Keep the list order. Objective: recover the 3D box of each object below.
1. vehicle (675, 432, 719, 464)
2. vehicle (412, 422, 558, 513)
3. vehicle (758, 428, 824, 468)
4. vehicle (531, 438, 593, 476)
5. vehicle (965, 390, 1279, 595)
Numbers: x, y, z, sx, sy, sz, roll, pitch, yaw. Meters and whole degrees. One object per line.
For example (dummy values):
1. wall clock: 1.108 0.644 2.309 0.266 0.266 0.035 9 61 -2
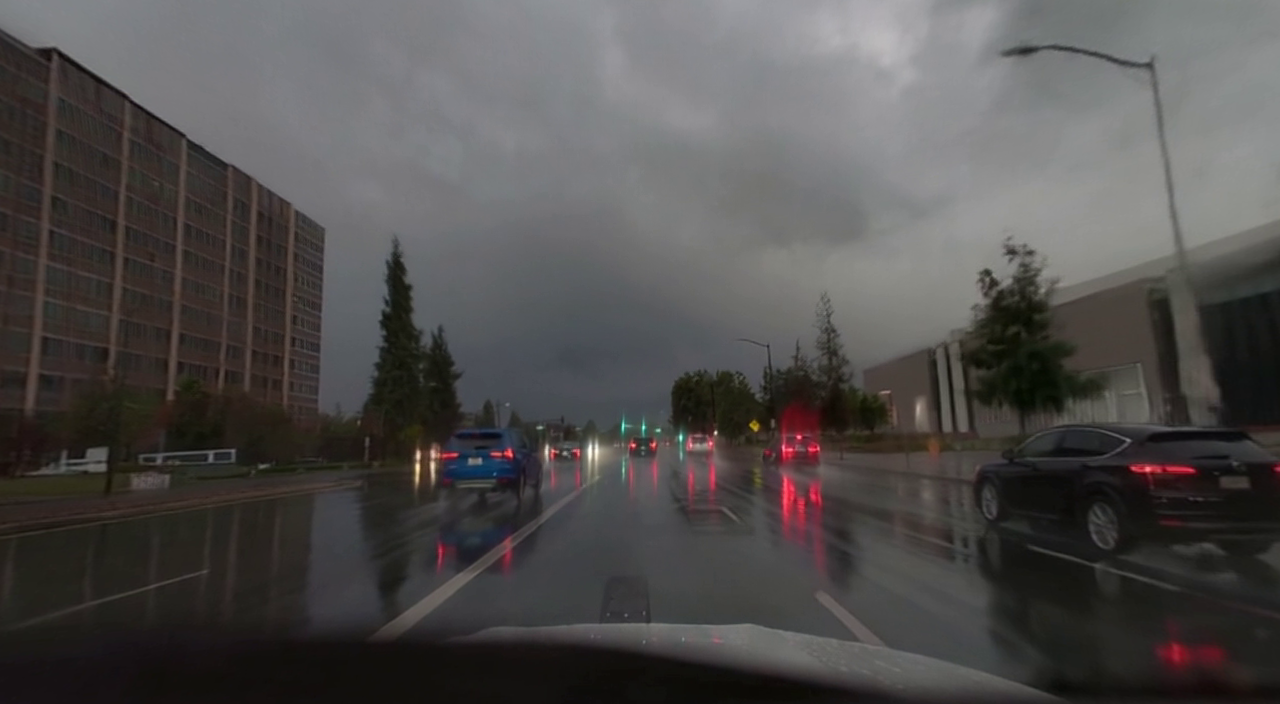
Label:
1. vehicle: 3.414 5.918 38.840 2.178 1.804 4.766 0 -8 -1
2. vehicle: -3.238 2.523 14.247 2.141 1.719 4.379 0 -8 1
3. vehicle: 7.291 4.705 30.868 2.076 1.793 4.464 0 -8 0
4. vehicle: -3.300 4.542 27.499 2.036 1.465 4.301 -1 -8 1
5. vehicle: 6.010 1.472 7.455 2.088 1.666 4.512 -1 -8 3
